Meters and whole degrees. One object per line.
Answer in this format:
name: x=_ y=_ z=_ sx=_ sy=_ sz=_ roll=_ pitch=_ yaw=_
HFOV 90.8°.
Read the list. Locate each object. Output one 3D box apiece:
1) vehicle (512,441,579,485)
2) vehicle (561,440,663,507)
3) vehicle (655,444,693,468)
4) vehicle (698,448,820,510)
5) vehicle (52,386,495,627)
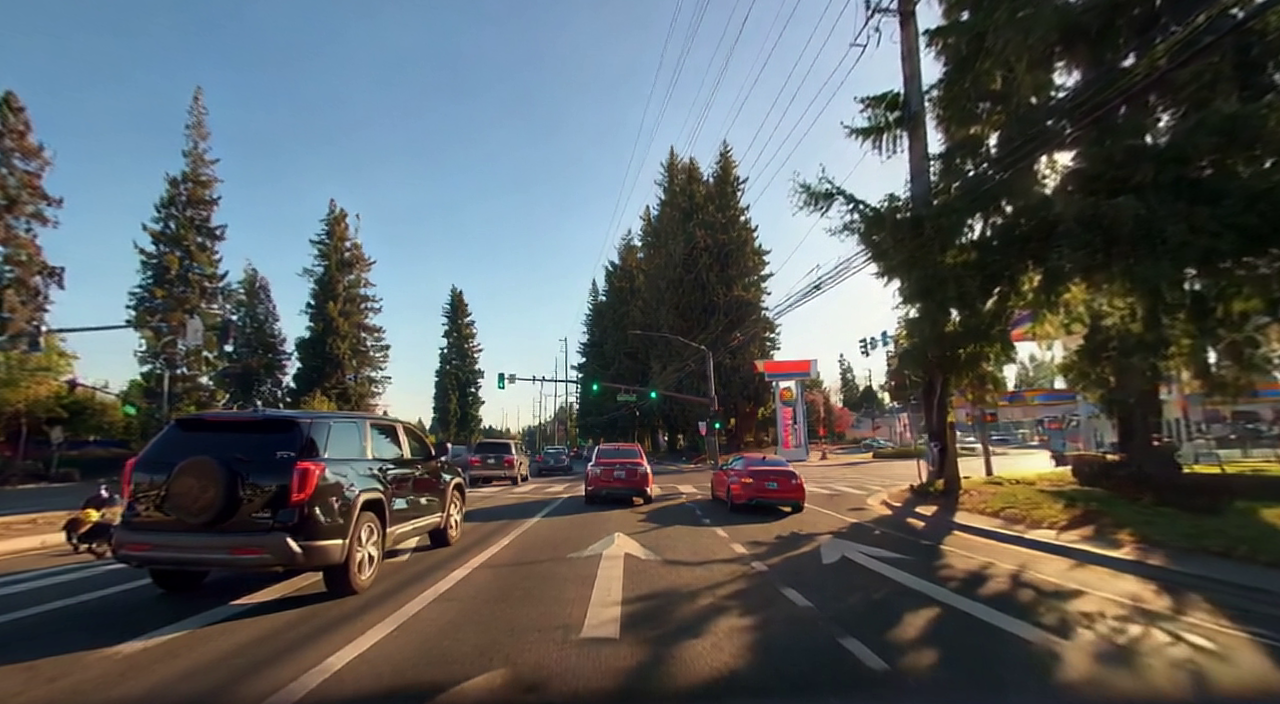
vehicle: x=-3.540 y=4.231 z=24.448 sx=1.953 sy=1.530 sz=4.335 roll=0 pitch=-8 yaw=0
vehicle: x=-0.670 y=2.931 z=15.755 sx=2.189 sy=1.437 sz=4.135 roll=0 pitch=-8 yaw=-2
vehicle: x=2.230 y=6.934 z=42.342 sx=2.069 sy=1.464 sz=4.599 roll=0 pitch=-8 yaw=-2
vehicle: x=2.759 y=3.060 z=15.792 sx=2.065 sy=1.302 sz=4.416 roll=0 pitch=-8 yaw=-2
vehicle: x=-3.041 y=1.388 z=6.669 sx=1.922 sy=1.642 sz=4.547 roll=0 pitch=-8 yaw=0
